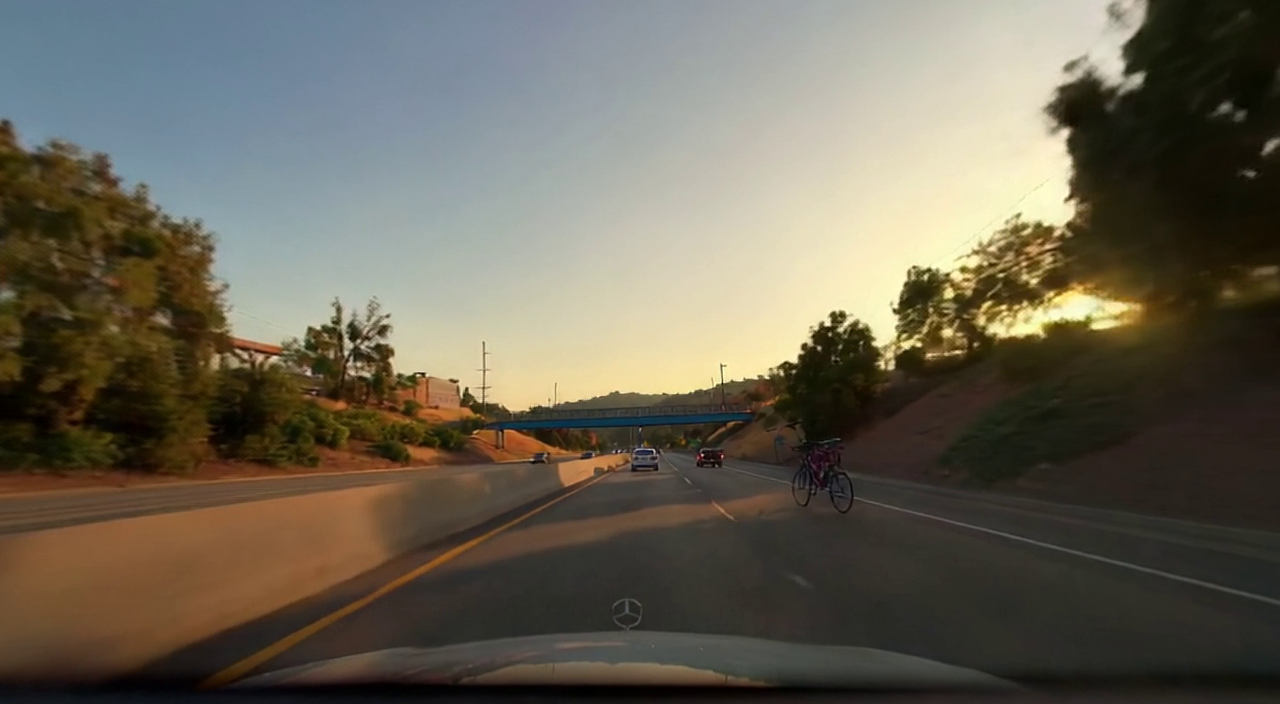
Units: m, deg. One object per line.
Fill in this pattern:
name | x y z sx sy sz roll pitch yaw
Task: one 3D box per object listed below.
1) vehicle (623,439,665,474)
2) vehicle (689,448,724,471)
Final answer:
vehicle | 0.286 6.285 38.000 2.369 1.948 5.343 0 -9 2
vehicle | 4.682 7.653 44.966 1.988 1.505 4.958 0 -9 0
